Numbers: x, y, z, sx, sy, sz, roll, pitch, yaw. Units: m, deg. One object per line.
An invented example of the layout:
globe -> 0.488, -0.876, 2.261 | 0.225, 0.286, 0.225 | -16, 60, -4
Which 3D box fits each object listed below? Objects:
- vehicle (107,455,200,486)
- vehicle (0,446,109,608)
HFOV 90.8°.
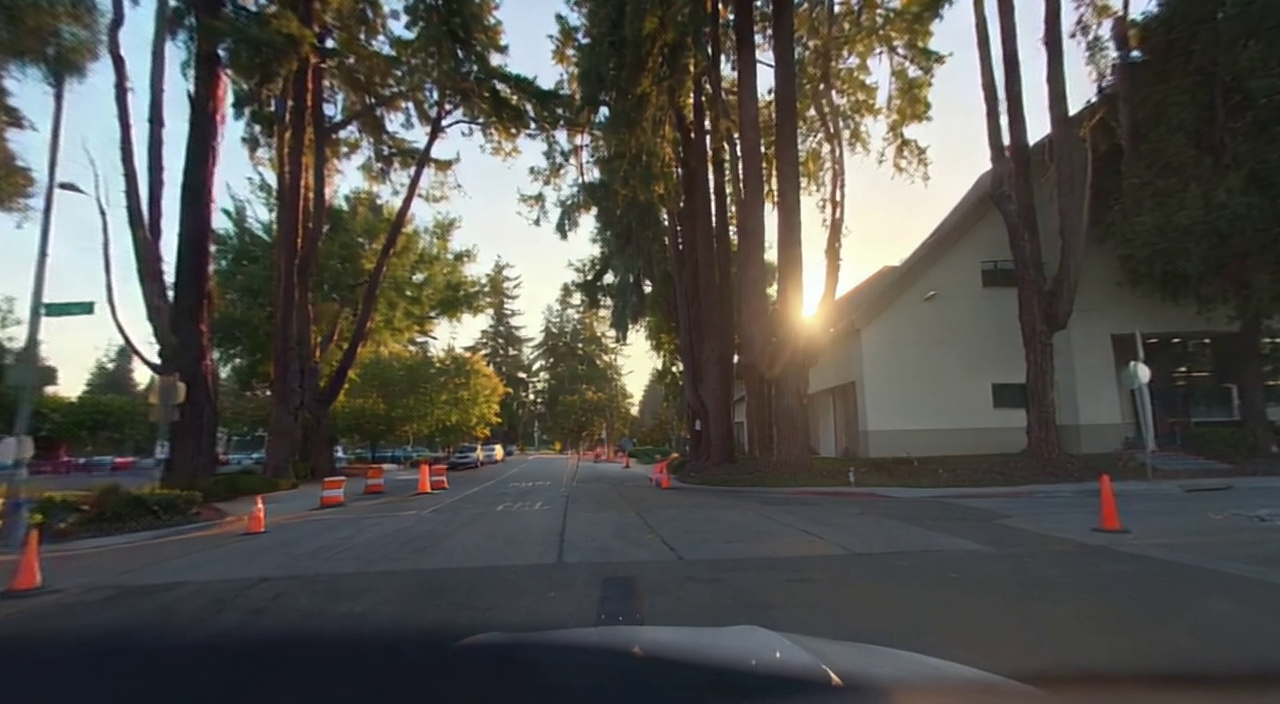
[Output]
vehicle -> -25.204, 6.118, 32.928 | 1.771, 1.432, 4.363 | 1, -8, -8
vehicle -> -7.974, 1.501, 4.289 | 2.961, 1.701, 7.563 | 1, -8, -7
